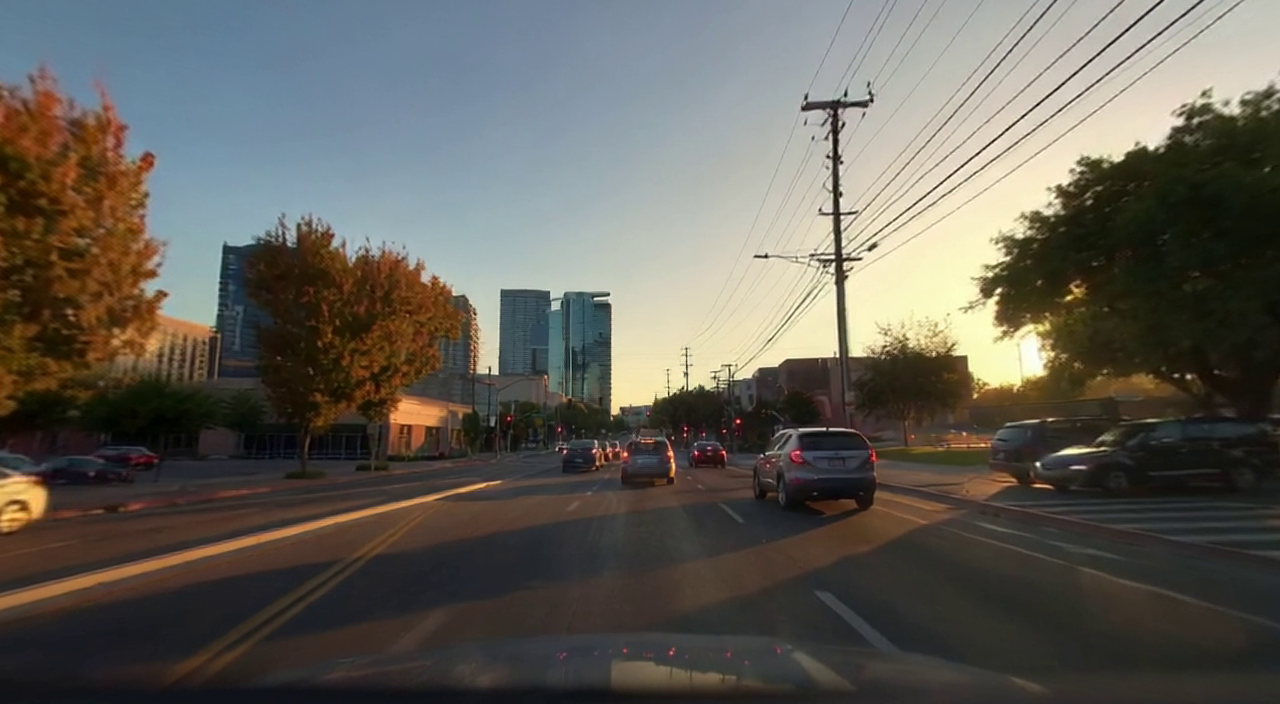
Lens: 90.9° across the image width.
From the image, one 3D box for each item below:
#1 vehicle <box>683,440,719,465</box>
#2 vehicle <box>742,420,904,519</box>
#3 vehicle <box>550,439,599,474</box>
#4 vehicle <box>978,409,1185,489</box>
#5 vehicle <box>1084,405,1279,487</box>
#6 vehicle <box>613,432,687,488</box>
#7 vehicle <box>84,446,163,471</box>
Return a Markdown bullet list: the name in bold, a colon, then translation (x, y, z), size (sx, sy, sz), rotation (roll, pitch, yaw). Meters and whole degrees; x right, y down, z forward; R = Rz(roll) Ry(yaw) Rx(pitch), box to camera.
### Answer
- **vehicle**: translation (3.985, 6.639, 41.782), size (1.880, 1.503, 4.130), rotation (0, -8, -1)
- **vehicle**: translation (3.572, 2.384, 13.308), size (2.024, 1.711, 4.512), rotation (0, -8, 0)
- **vehicle**: translation (-2.965, 4.813, 29.354), size (2.104, 1.488, 4.546), rotation (0, -8, -4)
- **vehicle**: translation (11.600, 2.607, 17.157), size (2.238, 1.845, 4.874), rotation (0, -8, 3)
- **vehicle**: translation (14.232, 2.467, 16.568), size (2.146, 1.837, 4.512), rotation (-1, -8, 6)
- **vehicle**: translation (0.303, 3.517, 20.849), size (2.200, 1.653, 4.127), rotation (0, -8, 0)
- **vehicle**: translation (-37.667, 7.758, 46.128), size (1.882, 1.753, 4.517), rotation (0, -8, 0)
